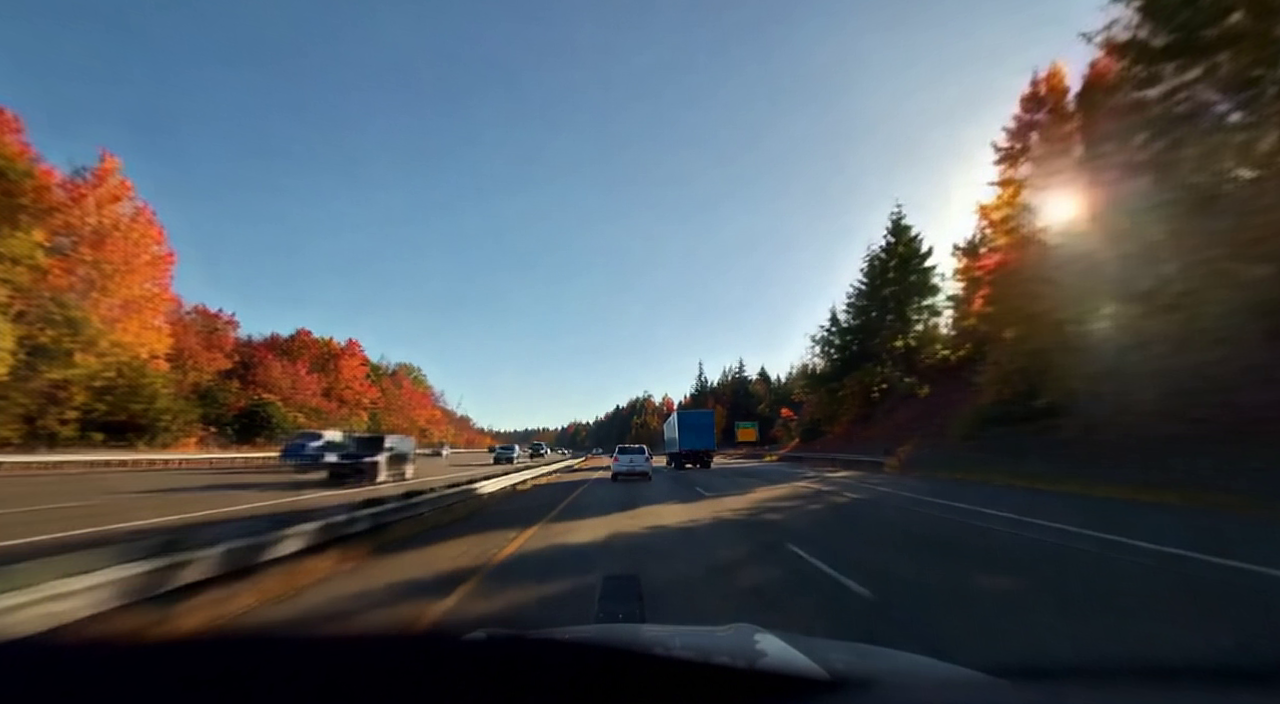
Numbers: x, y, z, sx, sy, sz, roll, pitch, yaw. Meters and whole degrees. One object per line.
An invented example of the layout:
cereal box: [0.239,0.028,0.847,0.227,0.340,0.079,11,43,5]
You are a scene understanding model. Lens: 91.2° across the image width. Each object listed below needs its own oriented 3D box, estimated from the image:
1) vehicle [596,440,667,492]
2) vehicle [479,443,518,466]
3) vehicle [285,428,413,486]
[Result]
vehicle: [-0.296,3.709,20.625,2.099,1.506,4.097,0,-9,-1]
vehicle: [-9.780,7.115,43.661,1.796,1.466,3.929,0,-9,0]
vehicle: [-8.831,3.247,19.486,1.947,1.565,4.155,0,-9,0]
